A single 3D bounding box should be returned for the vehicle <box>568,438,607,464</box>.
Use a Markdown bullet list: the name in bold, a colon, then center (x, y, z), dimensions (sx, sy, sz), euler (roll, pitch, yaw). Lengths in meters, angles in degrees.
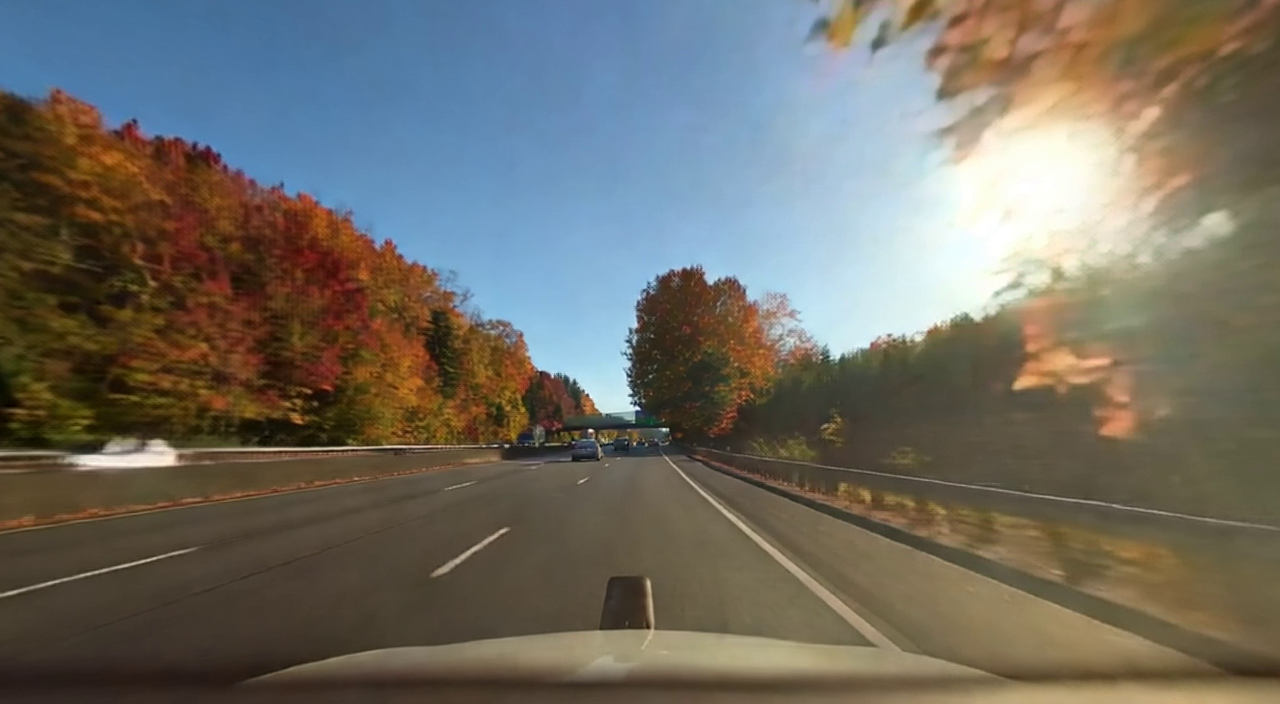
- **vehicle**: center (-3.447, 6.566, 41.844), dimensions (2.123, 1.643, 4.479), euler (0, -8, 1)
